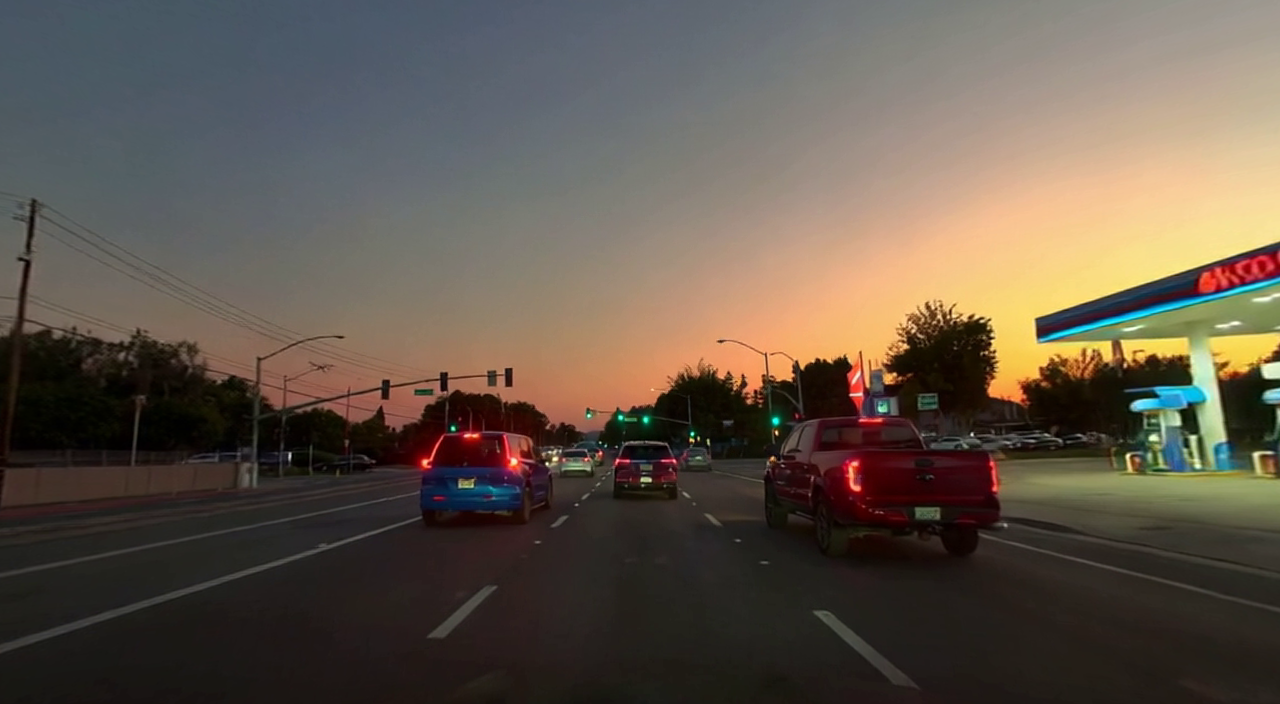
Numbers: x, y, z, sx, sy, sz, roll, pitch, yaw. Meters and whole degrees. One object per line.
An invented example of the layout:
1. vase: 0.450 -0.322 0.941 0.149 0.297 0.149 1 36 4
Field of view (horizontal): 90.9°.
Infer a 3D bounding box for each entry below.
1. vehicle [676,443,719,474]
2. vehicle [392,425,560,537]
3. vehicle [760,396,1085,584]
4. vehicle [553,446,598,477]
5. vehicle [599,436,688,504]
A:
1. vehicle: 3.392 6.376 38.100 2.122 1.745 4.337 0 -8 -1
2. vehicle: -2.851 2.343 12.098 2.019 1.731 4.299 0 -8 1
3. vehicle: 3.329 1.769 9.019 2.161 1.868 5.321 0 -8 0
4. vehicle: -3.383 5.836 33.865 1.954 1.497 4.078 0 -8 0
5. vehicle: 0.048 3.232 17.706 2.181 1.650 4.083 0 -8 -1
